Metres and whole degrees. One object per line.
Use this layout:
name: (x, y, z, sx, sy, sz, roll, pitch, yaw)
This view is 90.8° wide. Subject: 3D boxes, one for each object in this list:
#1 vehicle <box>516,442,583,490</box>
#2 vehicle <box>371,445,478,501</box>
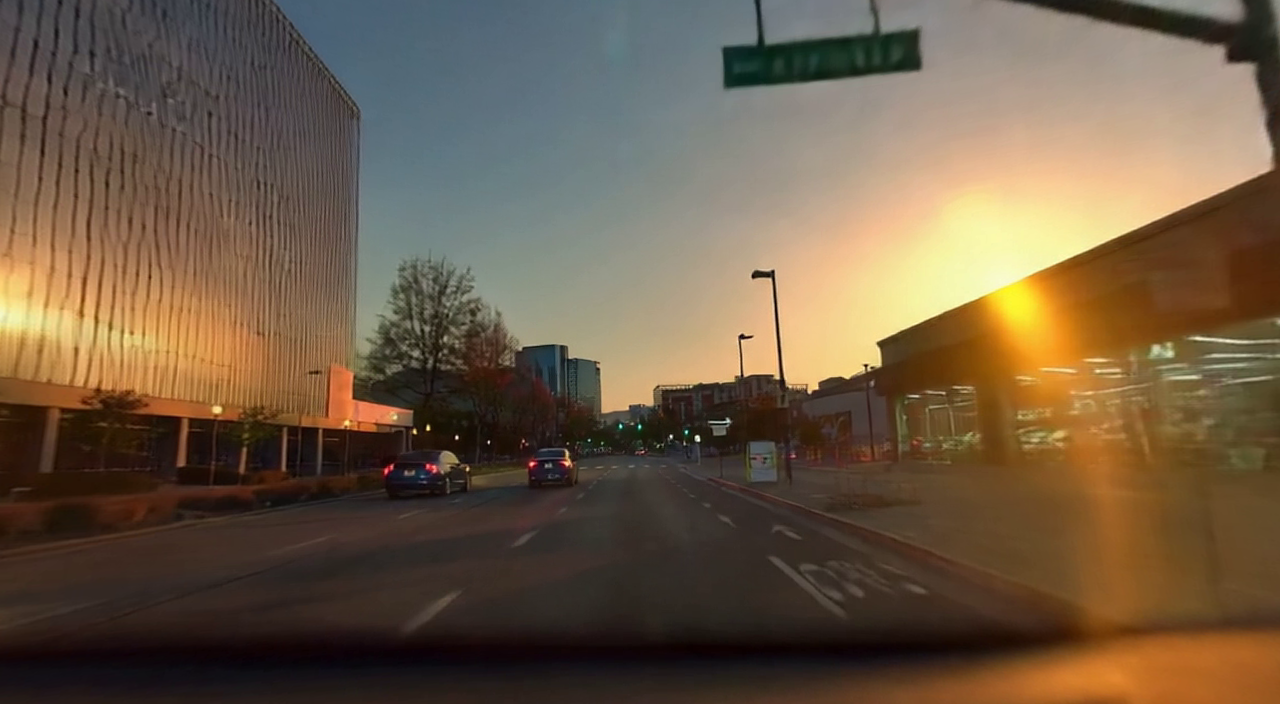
vehicle: (-3.474, 4.464, 25.095, 2.052, 1.729, 4.195, 0, -9, 0)
vehicle: (-6.868, 3.876, 20.731, 1.909, 1.605, 4.561, 0, -9, 0)
